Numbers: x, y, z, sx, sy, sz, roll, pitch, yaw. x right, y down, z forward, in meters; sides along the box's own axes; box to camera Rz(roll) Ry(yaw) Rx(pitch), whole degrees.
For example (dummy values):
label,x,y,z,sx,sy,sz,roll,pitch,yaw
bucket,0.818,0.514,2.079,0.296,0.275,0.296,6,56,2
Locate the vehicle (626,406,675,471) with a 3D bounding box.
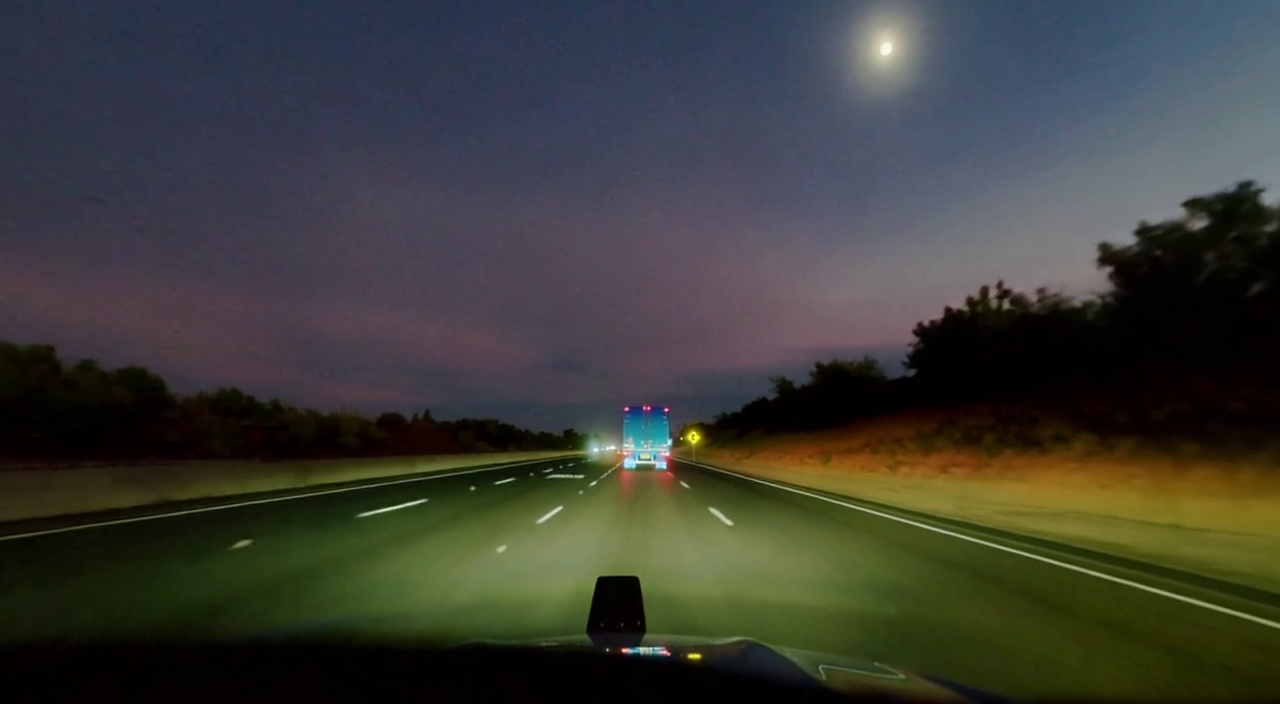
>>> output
label,x,y,z,sx,sy,sz,roll,pitch,yaw
vehicle,0.569,6.290,45.057,3.055,4.009,10.972,0,-9,-1
